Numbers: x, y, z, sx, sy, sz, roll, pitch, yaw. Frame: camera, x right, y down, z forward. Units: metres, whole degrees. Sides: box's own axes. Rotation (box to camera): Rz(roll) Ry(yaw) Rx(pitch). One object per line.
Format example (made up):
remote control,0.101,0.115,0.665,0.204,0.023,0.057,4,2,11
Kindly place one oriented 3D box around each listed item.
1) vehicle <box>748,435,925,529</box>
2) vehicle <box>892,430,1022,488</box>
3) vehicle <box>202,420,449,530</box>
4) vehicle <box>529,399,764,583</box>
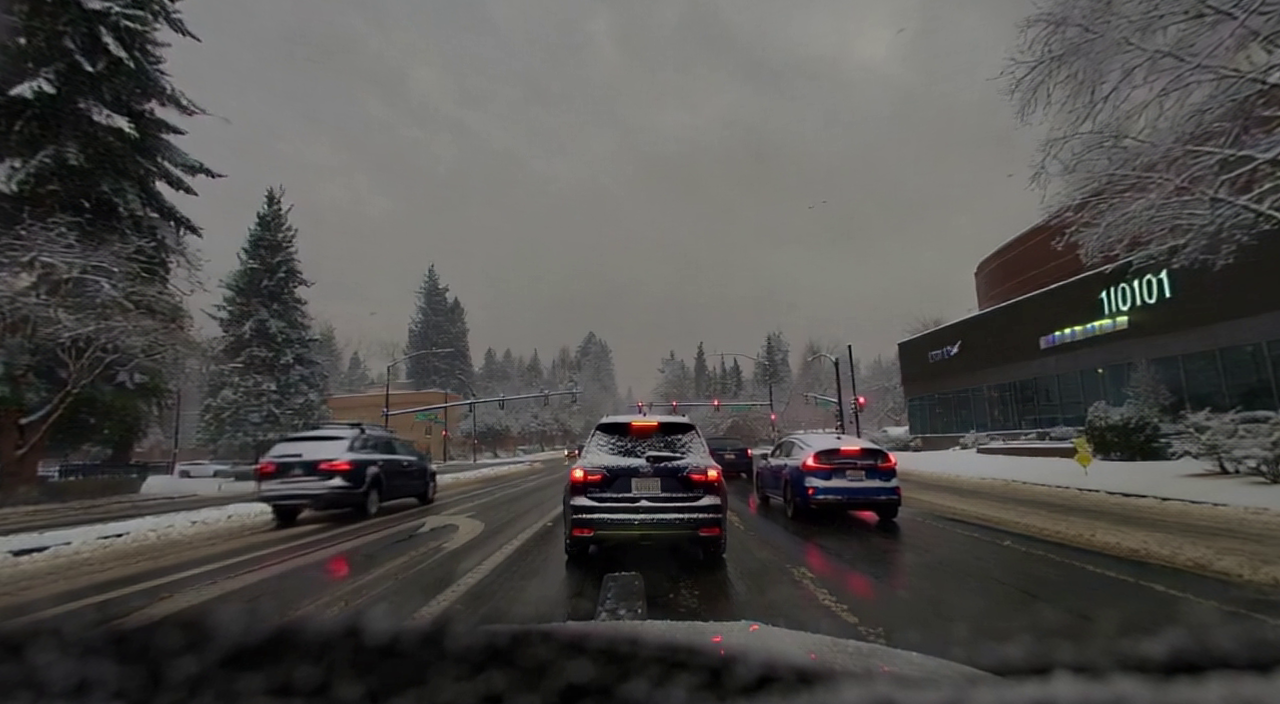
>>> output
vehicle,3.511,2.401,12.292,1.997,1.471,4.321,0,-9,-1
vehicle,10.861,3.699,22.130,2.123,1.812,4.553,0,-9,-1
vehicle,-6.061,2.454,13.236,2.555,1.819,5.145,0,-9,0
vehicle,0.059,1.655,8.248,2.266,1.762,4.131,0,-9,0
